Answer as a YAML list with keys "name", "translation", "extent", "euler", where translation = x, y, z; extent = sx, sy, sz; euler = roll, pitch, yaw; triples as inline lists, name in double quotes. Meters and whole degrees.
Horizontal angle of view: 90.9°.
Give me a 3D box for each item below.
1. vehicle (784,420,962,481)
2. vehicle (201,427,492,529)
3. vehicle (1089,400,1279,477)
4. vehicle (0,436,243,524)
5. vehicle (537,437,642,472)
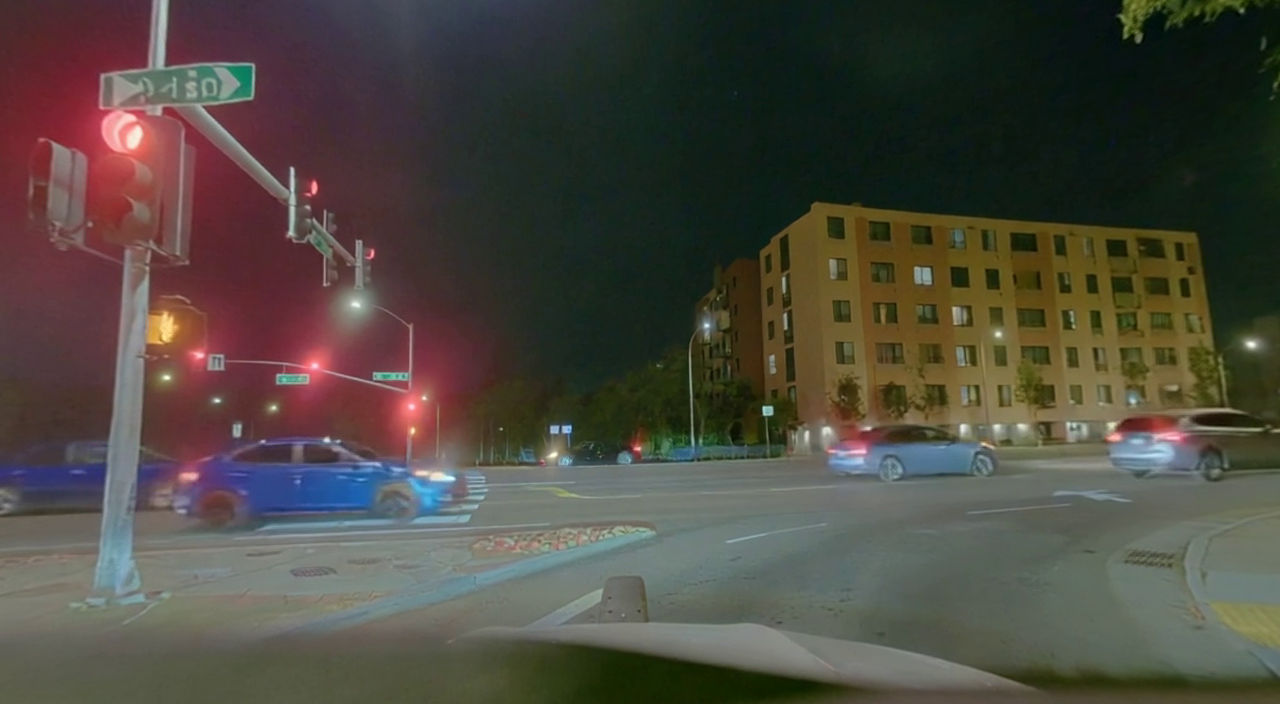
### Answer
- name: "vehicle"
  translation: [7.037, 2.969, 19.192]
  extent: [4.719, 1.671, 1.985]
  euler: [2, -9, -16]
- name: "vehicle"
  translation: [-5.224, 2.286, 11.938]
  extent: [4.581, 1.650, 1.958]
  euler: [2, -9, -16]
- name: "vehicle"
  translation: [15.758, 2.399, 17.463]
  extent: [5.554, 1.911, 2.225]
  euler: [2, -9, -15]
- name: "vehicle"
  translation: [-11.541, 2.660, 13.478]
  extent: [4.711, 1.688, 1.915]
  euler: [2, -9, -16]
- name: "vehicle"
  translation: [-2.214, 4.462, 27.648]
  extent: [4.289, 1.415, 1.774]
  euler: [2, -9, -17]
